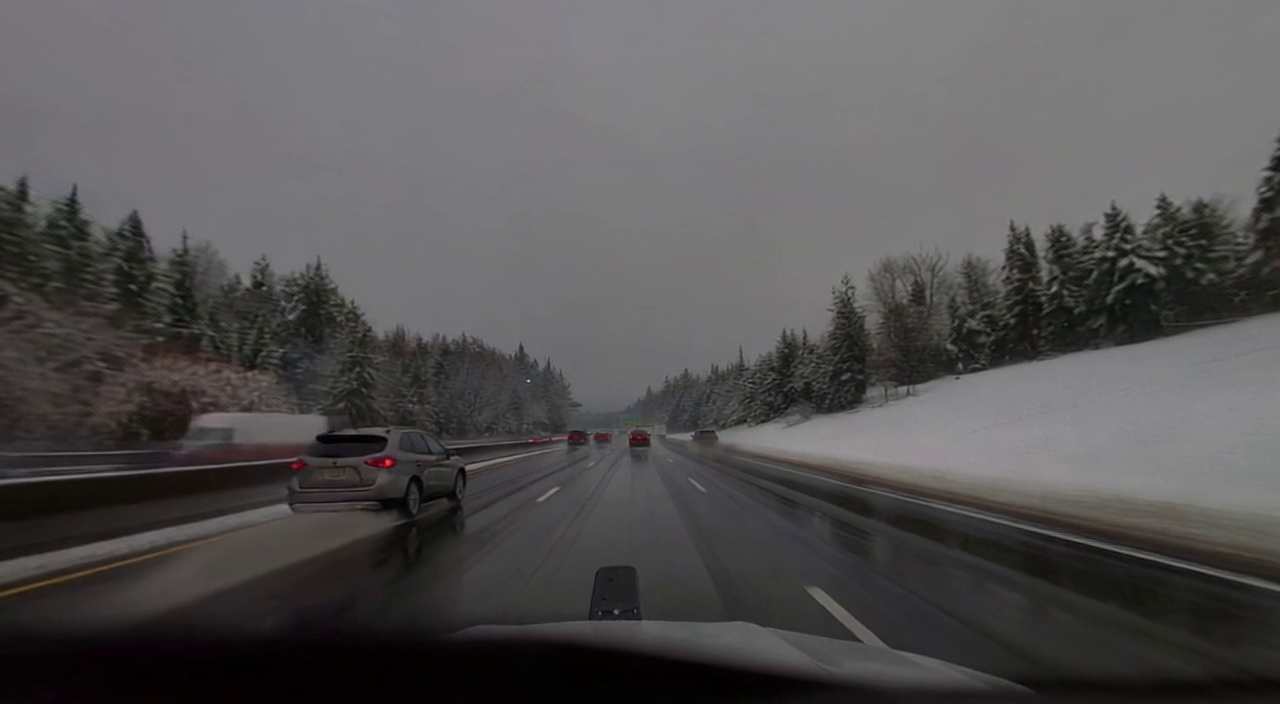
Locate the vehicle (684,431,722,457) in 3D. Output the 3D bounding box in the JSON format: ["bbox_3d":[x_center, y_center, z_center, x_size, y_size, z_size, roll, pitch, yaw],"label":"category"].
[{"bbox_3d":[3.775,5.605,38.505,1.841,1.491,3.869,0,-8,-2],"label":"vehicle"}]

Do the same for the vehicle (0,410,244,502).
[{"bbox_3d":[-13.214,2.624,16.461,2.278,1.972,5.375,0,-8,0],"label":"vehicle"}]

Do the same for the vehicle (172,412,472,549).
[{"bbox_3d":[-4.185,1.753,9.466,2.023,1.512,4.804,0,-8,0],"label":"vehicle"}]

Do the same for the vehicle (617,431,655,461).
[{"bbox_3d":[-0.191,4.808,32.504,1.869,1.466,3.356,0,-8,0],"label":"vehicle"}]
